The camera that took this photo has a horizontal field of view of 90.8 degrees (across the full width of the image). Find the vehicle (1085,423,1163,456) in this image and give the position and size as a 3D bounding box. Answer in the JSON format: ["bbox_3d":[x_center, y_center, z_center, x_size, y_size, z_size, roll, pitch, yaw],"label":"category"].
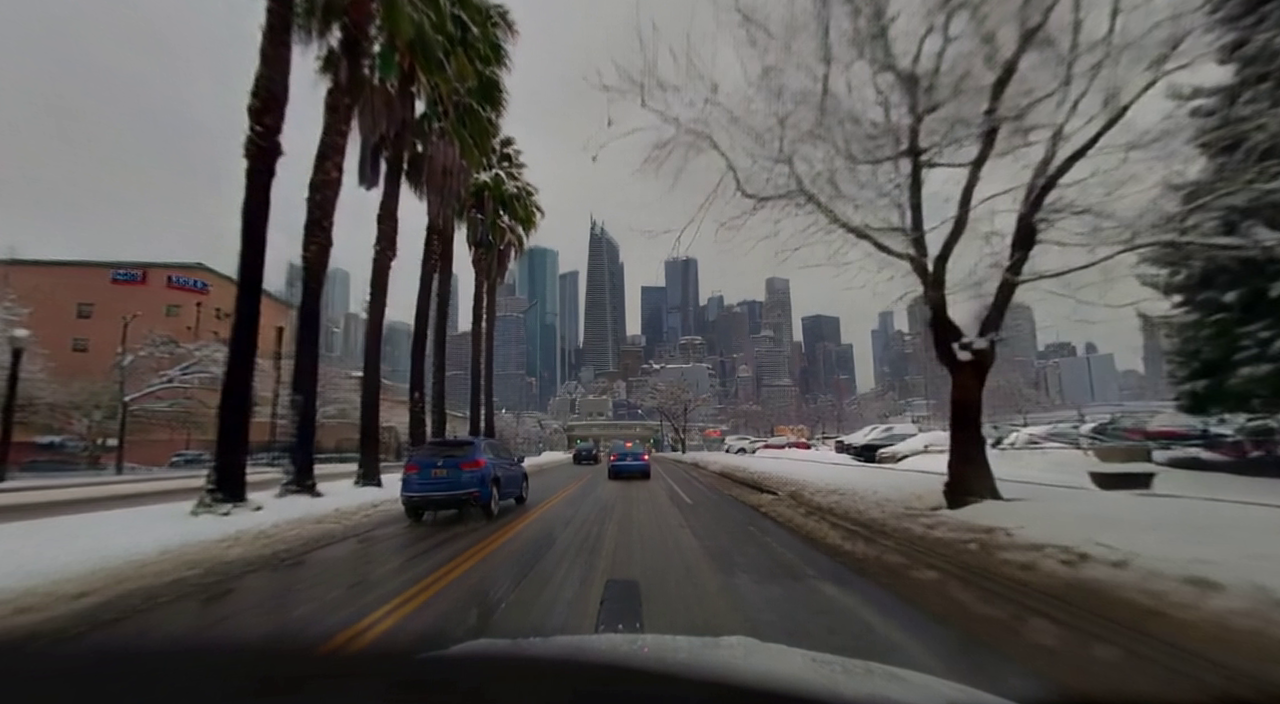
[{"bbox_3d":[26.492,4.851,34.759,1.982,1.694,4.676,-3,-9,20],"label":"vehicle"}]

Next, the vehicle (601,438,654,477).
[{"bbox_3d":[-0.492,4.297,25.852,2.004,1.465,3.713,0,-8,0],"label":"vehicle"}]

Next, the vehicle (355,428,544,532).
[{"bbox_3d":[-3.185,2.243,11.698,2.071,1.544,4.383,0,-8,1],"label":"vehicle"}]

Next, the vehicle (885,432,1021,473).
[{"bbox_3d":[13.258,4.270,26.919,4.749,1.522,1.905,-1,-9,-3],"label":"vehicle"}]

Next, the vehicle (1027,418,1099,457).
[{"bbox_3d":[23.626,4.828,35.549,2.288,1.984,5.526,-4,-9,23],"label":"vehicle"}]

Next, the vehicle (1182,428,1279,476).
[{"bbox_3d":[20.534,3.188,20.319,1.976,1.431,4.774,0,-8,0],"label":"vehicle"}]
